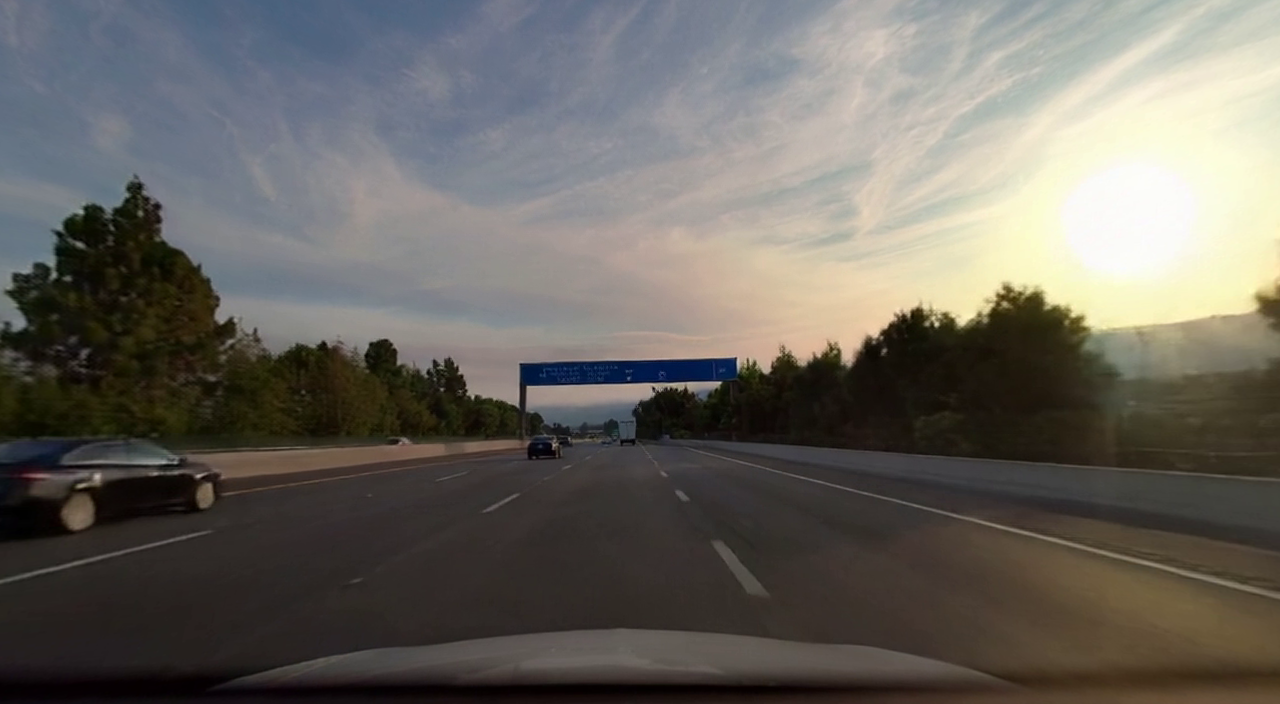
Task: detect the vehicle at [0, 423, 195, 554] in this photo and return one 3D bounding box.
[{"bbox_3d":[-8.274,1.680,8.142,1.973,1.470,4.270,0,-7,-1],"label":"vehicle"}]

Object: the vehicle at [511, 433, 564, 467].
[{"bbox_3d":[-4.858,4.677,30.290,1.912,1.495,3.703,0,-7,0],"label":"vehicle"}]
